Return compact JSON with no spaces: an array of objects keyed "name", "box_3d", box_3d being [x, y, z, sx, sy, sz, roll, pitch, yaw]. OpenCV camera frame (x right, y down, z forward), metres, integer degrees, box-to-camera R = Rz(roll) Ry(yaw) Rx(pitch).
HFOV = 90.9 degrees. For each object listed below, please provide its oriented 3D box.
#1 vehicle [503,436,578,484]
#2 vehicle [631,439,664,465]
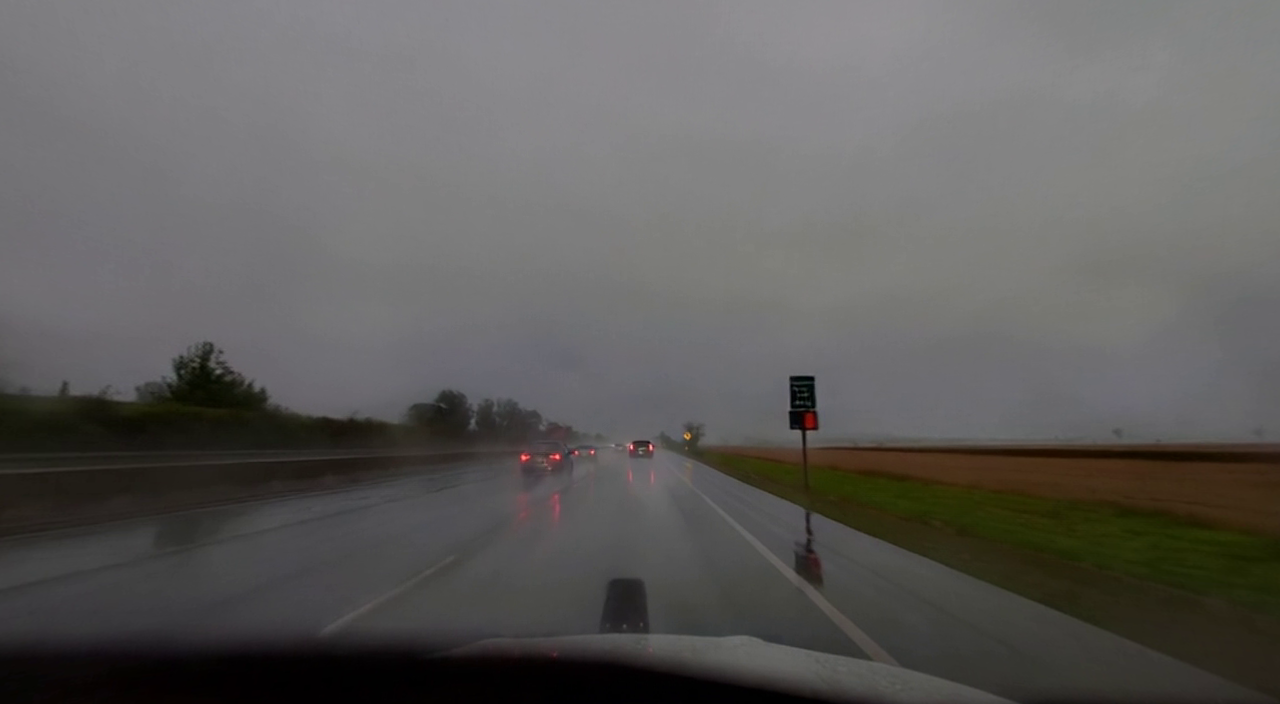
[{"name":"vehicle","box_3d":[-3.666,4.066,24.054,2.028,1.634,4.441,0,-8,1]},{"name":"vehicle","box_3d":[0.511,7.026,44.405,2.259,1.697,4.106,0,-8,0]}]
